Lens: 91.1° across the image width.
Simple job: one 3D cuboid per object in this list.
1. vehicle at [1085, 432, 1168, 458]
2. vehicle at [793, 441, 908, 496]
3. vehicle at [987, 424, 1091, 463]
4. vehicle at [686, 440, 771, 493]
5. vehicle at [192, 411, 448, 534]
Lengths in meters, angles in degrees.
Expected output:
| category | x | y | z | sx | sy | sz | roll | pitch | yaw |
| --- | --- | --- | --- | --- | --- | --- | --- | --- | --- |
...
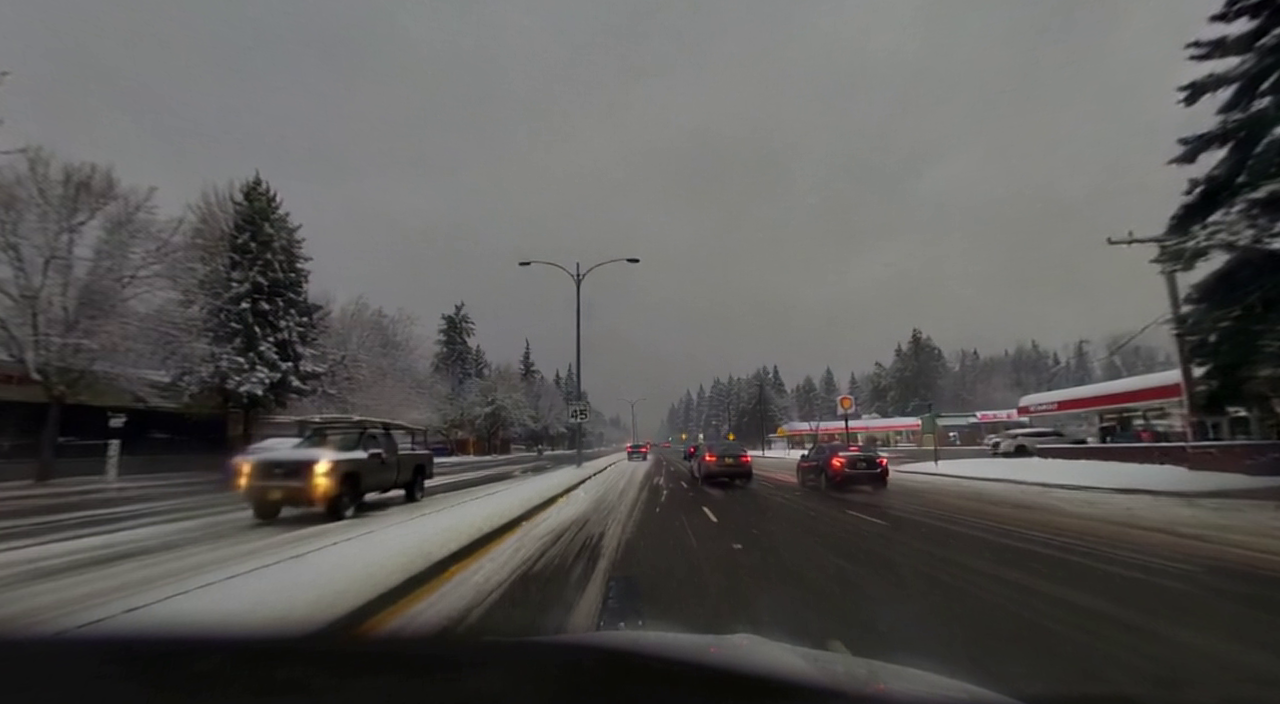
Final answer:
| category | x | y | z | sx | sy | sz | roll | pitch | yaw |
| --- | --- | --- | --- | --- | --- | --- | --- | --- | --- |
| vehicle | 29.260 | 5.613 | 37.929 | 1.933 | 1.463 | 4.033 | 0 | -8 | 3 |
| vehicle | 6.279 | 3.504 | 19.345 | 1.918 | 1.484 | 4.456 | 0 | -8 | -1 |
| vehicle | 23.813 | 5.534 | 37.870 | 2.152 | 2.069 | 6.067 | -2 | -8 | -1 |
| vehicle | 2.673 | 3.597 | 20.136 | 1.971 | 1.479 | 4.493 | 0 | -8 | -1 |
| vehicle | -5.511 | 2.156 | 11.896 | 2.016 | 1.770 | 5.300 | 0 | -8 | 1 |
